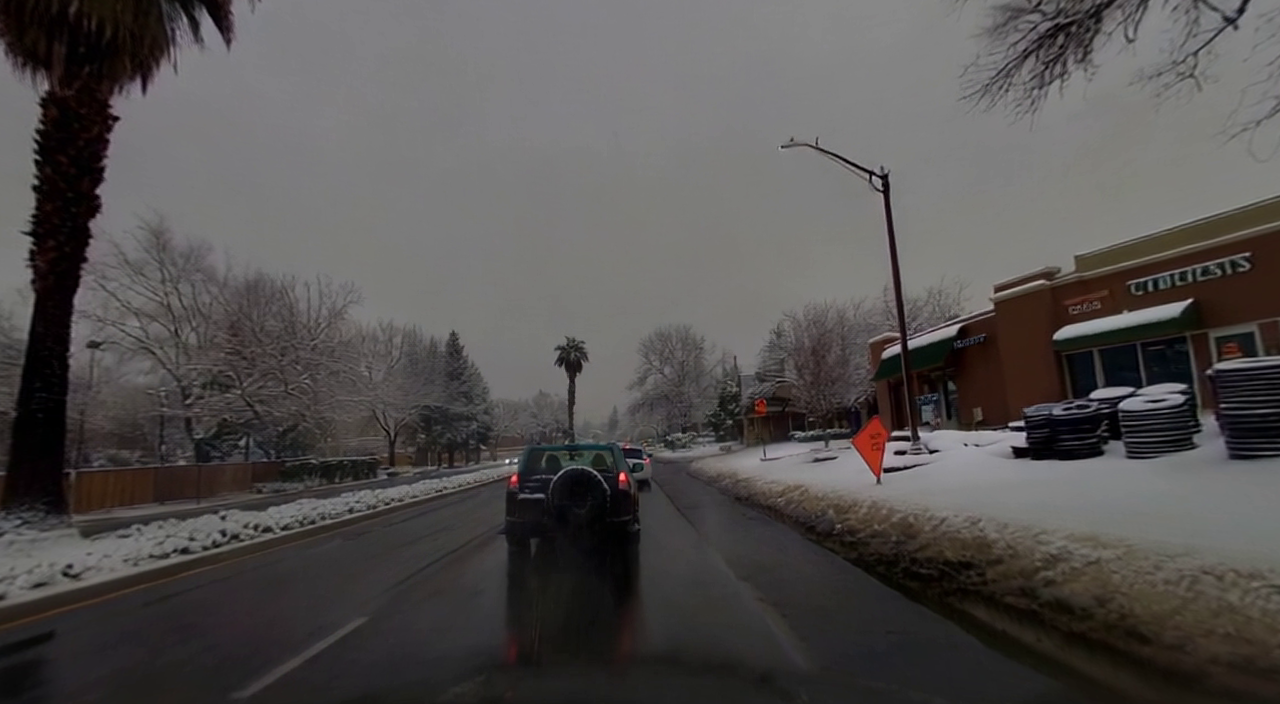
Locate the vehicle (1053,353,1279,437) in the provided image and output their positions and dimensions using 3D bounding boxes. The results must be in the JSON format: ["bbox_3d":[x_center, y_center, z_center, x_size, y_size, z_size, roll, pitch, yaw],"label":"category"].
[{"bbox_3d":[13.385,1.274,16.518,1.854,1.693,4.798,-1,-10,0],"label":"vehicle"}]

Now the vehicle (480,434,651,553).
[{"bbox_3d":[-0.997,2.113,10.149,2.169,1.495,4.048,0,-9,-1],"label":"vehicle"}]
